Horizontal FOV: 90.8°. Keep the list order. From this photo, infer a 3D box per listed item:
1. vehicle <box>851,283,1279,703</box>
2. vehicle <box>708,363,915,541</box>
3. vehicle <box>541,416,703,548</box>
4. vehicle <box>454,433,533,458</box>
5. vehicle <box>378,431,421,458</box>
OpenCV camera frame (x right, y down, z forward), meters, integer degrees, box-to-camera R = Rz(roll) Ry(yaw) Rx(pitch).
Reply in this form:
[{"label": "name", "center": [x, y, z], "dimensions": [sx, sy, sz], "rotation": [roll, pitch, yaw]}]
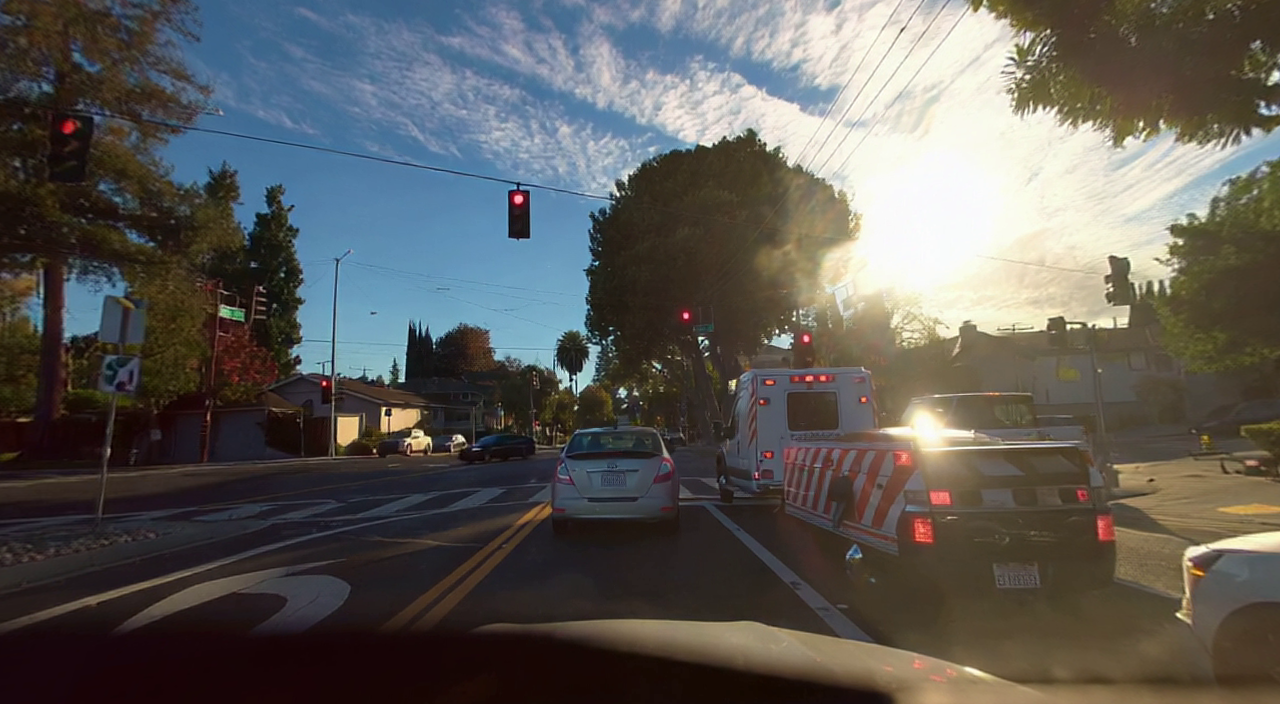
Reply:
[{"label": "vehicle", "center": [2.849, 0.892, 2.846], "dimensions": [2.194, 1.820, 4.652], "rotation": [0, -8, 0]}, {"label": "vehicle", "center": [2.883, 1.900, 12.387], "dimensions": [2.406, 2.687, 5.521], "rotation": [0, -8, -1]}, {"label": "vehicle", "center": [-0.277, 1.975, 10.206], "dimensions": [2.114, 1.707, 3.725], "rotation": [0, -8, -1]}, {"label": "vehicle", "center": [-9.338, 5.996, 40.480], "dimensions": [4.531, 1.492, 1.951], "rotation": [8, -12, -44]}, {"label": "vehicle", "center": [-17.737, 6.880, 46.888], "dimensions": [2.246, 1.880, 4.454], "rotation": [1, -8, -12]}]
